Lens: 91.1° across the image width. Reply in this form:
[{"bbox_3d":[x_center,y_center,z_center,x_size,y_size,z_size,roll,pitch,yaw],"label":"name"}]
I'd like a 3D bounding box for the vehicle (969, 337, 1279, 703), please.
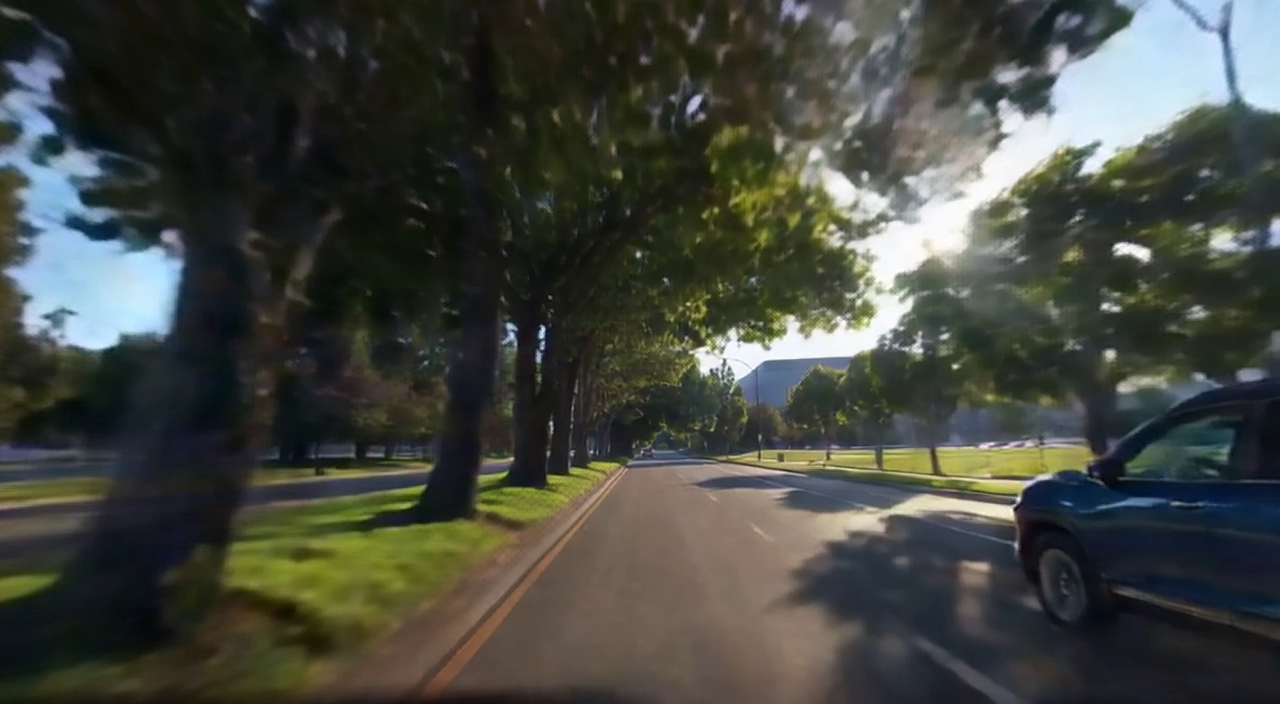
[{"bbox_3d":[3.694,0.809,2.481,2.087,1.759,5.040,0,-8,1],"label":"vehicle"}]
